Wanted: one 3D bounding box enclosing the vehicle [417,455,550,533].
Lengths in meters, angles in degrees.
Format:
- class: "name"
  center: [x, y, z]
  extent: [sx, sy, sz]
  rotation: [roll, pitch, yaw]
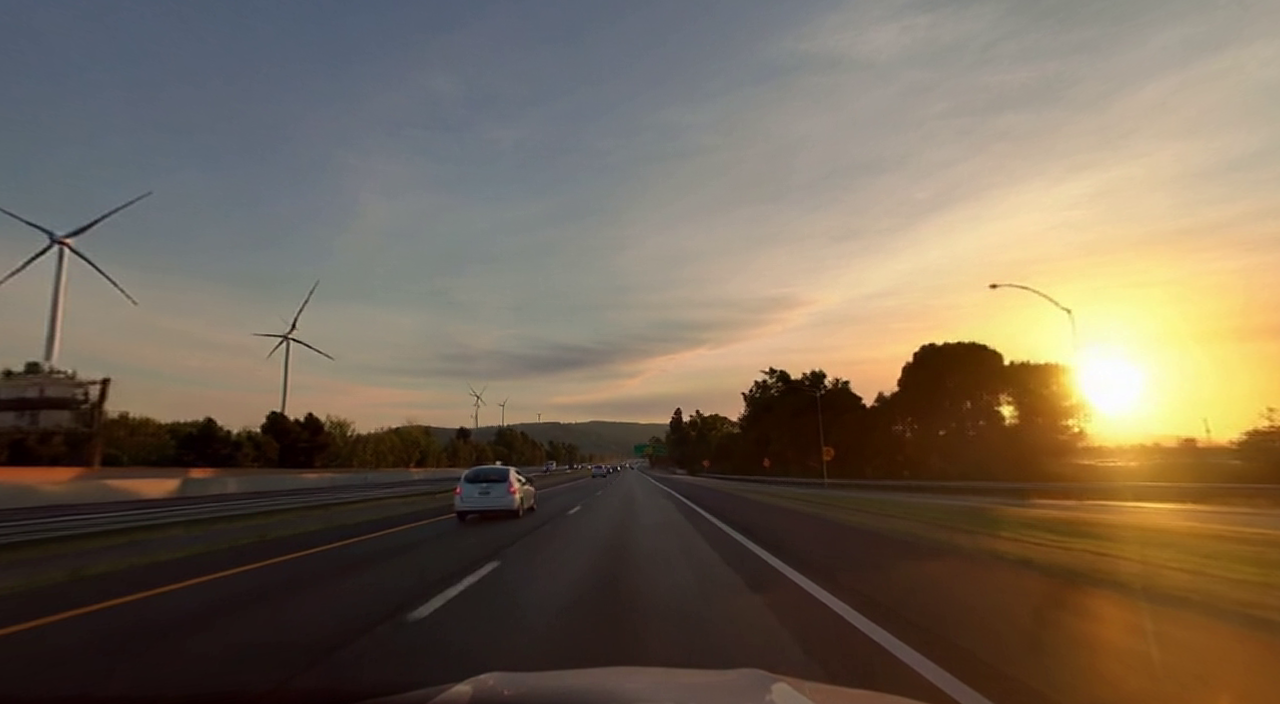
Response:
- class: "vehicle"
  center: [-3.418, 3.223, 14.630]
  extent: [2.001, 1.486, 4.104]
  rotation: [1, -11, 0]
